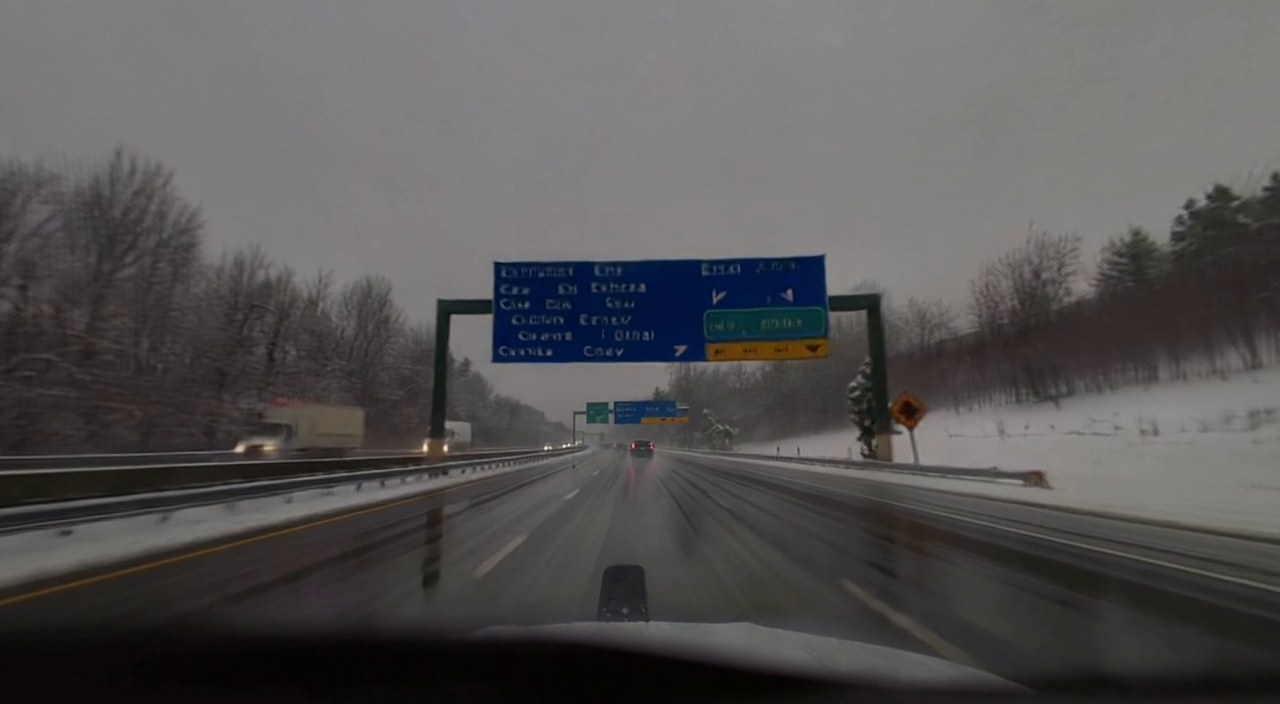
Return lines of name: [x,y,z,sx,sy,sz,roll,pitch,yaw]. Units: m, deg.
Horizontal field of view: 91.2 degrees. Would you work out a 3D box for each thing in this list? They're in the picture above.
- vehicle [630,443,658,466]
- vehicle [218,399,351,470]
vehicle: [0.255,7.083,43.569,1.859,1.478,3.799,0,-8,0]
vehicle: [-21.306,5.124,38.504,2.900,3.781,9.129,0,-9,-1]
